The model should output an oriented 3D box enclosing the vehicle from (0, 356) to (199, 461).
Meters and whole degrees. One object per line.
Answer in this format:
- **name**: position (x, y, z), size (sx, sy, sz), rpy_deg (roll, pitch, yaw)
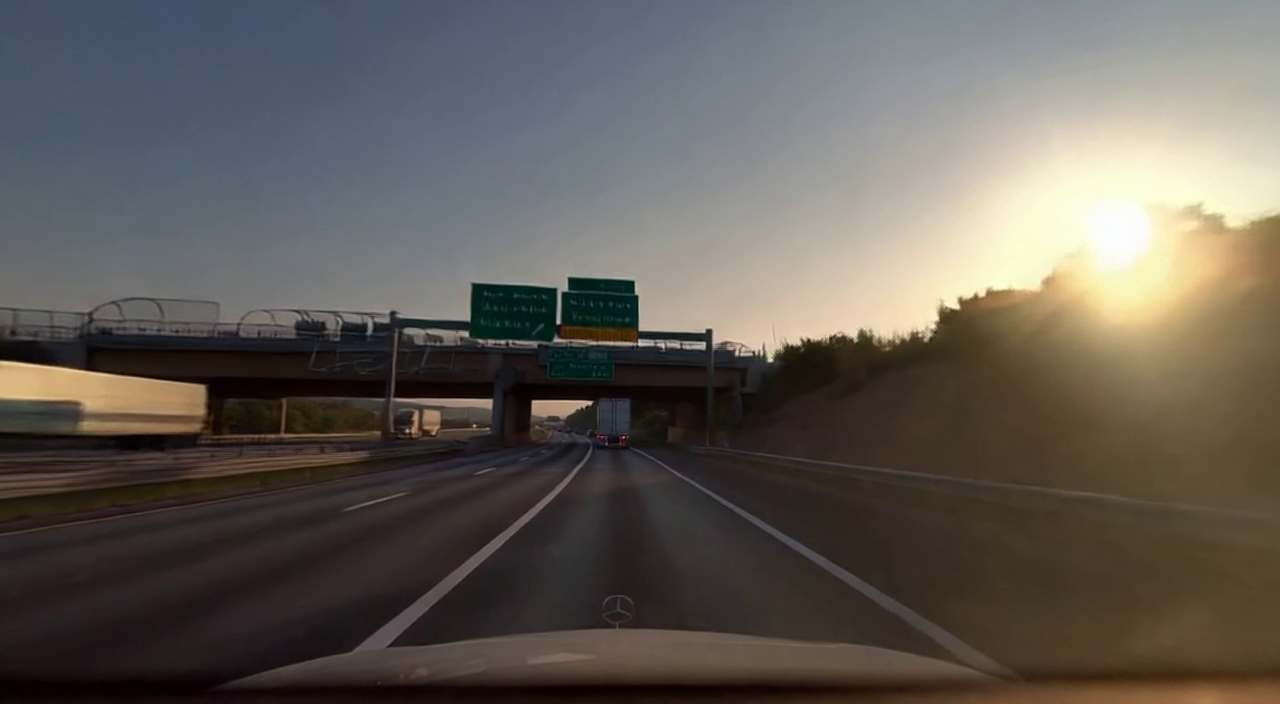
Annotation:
- **vehicle**: position (-24.913, 2.648, 27.164), size (3.339, 3.734, 12.428), rpy_deg (1, -8, -3)
